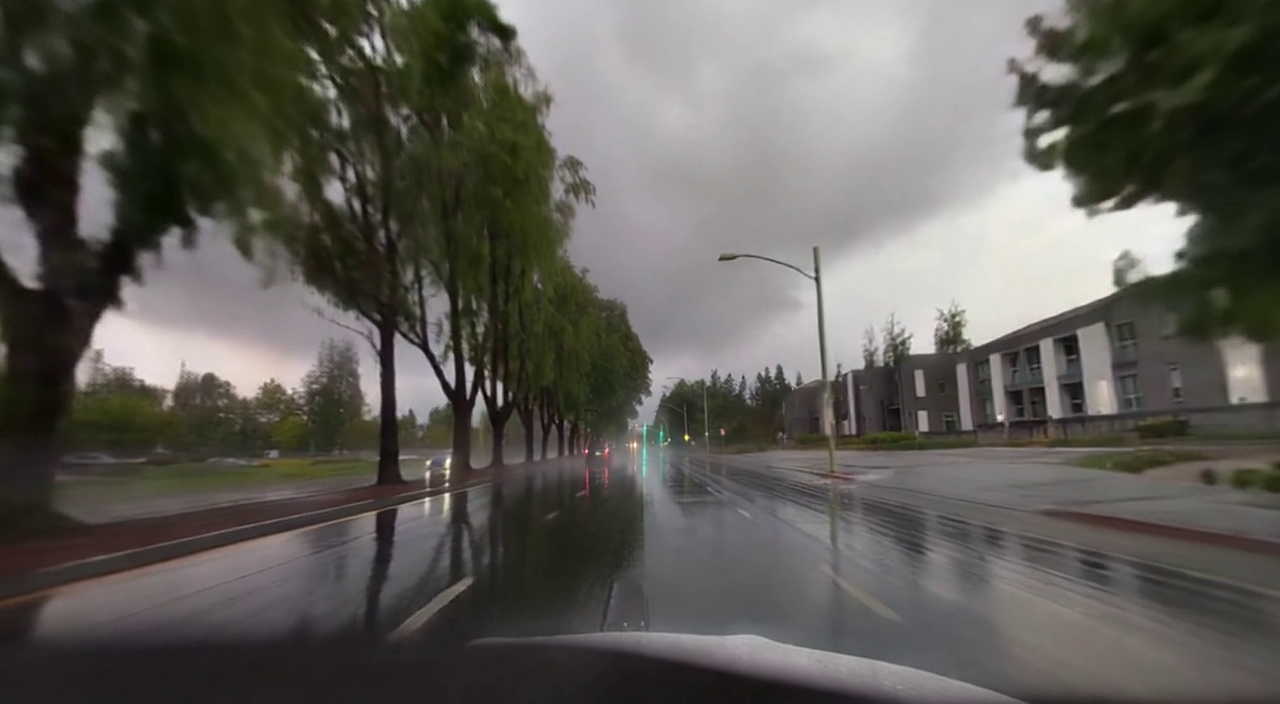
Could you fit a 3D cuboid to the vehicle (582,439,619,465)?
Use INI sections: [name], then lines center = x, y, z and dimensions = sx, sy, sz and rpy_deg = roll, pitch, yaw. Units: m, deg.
[vehicle]
center = -2.735, 7.117, 45.041
dimensions = 2.283, 1.716, 4.395
rpy_deg = 0, -8, 1
